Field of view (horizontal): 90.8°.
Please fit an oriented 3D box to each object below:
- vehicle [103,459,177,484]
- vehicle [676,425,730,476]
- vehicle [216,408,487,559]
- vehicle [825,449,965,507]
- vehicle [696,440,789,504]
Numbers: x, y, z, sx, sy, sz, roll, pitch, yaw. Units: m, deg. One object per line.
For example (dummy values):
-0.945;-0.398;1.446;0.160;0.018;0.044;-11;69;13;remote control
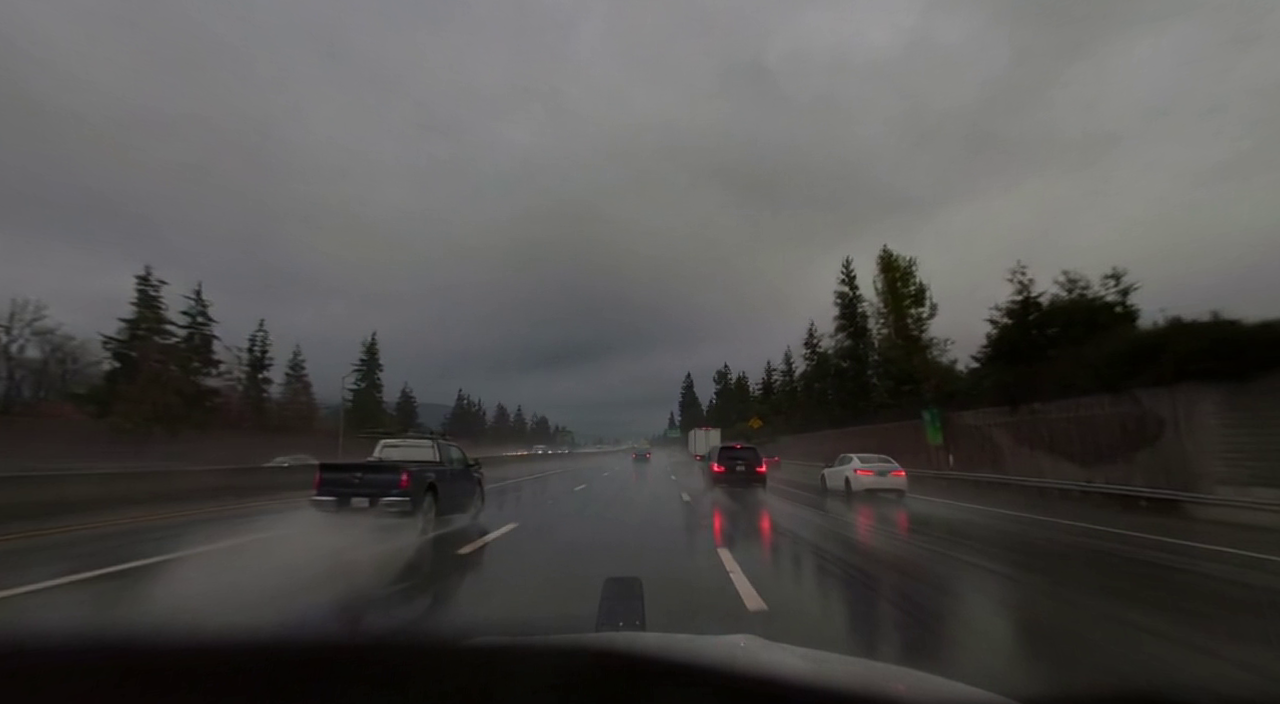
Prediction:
-29.978;7.152;38.001;1.570;1.353;3.376;0;-9;2;vehicle
4.373;7.145;46.039;2.954;3.223;10.034;0;-9;1;vehicle
-4.308;2.060;10.692;2.036;1.892;5.214;0;-9;1;vehicle
7.271;3.611;18.666;2.146;1.482;4.665;0;-9;-1;vehicle
3.023;3.639;19.634;2.103;1.717;4.399;0;-9;-1;vehicle
